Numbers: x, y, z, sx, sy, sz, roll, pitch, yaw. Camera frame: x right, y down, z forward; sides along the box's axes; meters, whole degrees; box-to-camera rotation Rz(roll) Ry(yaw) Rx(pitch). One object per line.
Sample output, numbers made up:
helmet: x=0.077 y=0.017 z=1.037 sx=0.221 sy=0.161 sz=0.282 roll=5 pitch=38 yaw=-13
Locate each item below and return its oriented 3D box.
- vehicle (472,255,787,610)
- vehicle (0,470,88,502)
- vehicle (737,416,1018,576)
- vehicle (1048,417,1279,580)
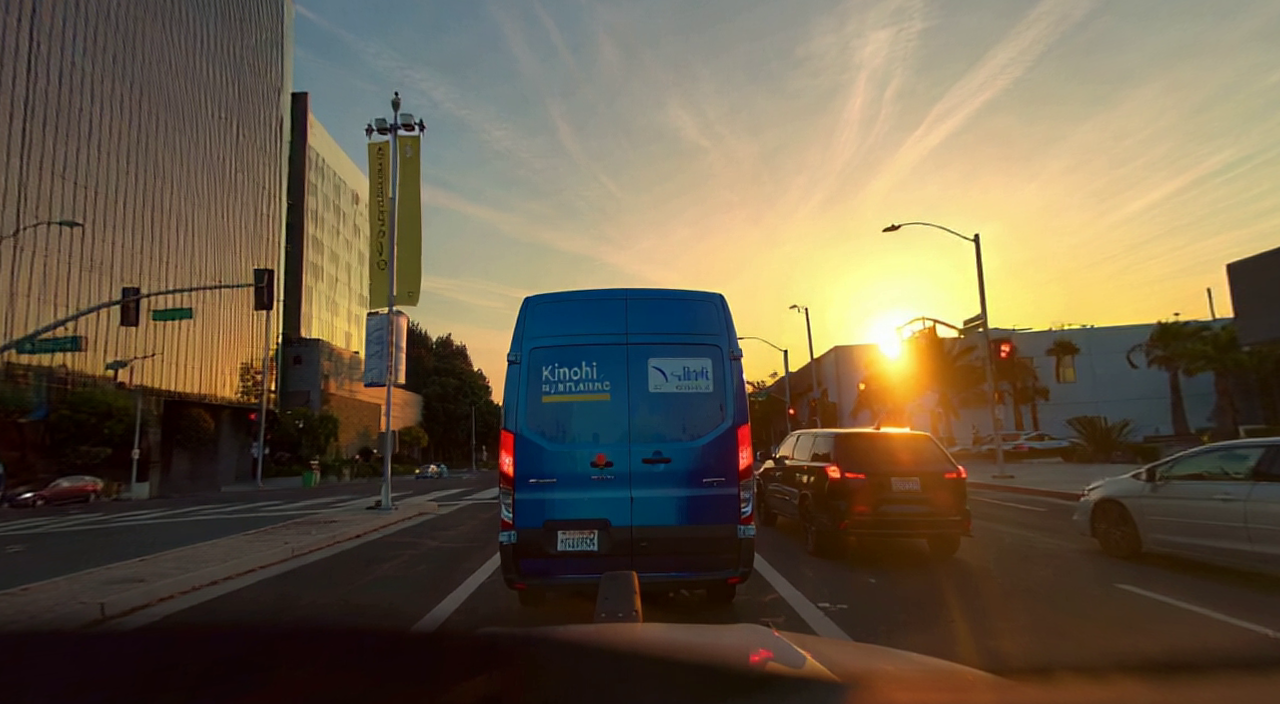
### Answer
vehicle: x=-0.040 y=1.177 z=9.095 sx=2.613 sy=3.035 sz=7.342 roll=0 pitch=-8 yaw=1
vehicle: x=-31.435 y=6.765 z=32.001 sx=4.888 sy=1.481 sz=1.873 roll=1 pitch=-9 yaw=-8
vehicle: x=2.878 y=1.863 z=9.037 sx=2.183 sy=1.676 sz=4.506 roll=0 pitch=-8 yaw=-1
vehicle: x=7.531 y=1.582 z=7.013 sx=1.963 sy=1.669 sz=4.678 roll=3 pitch=-9 yaw=-20
